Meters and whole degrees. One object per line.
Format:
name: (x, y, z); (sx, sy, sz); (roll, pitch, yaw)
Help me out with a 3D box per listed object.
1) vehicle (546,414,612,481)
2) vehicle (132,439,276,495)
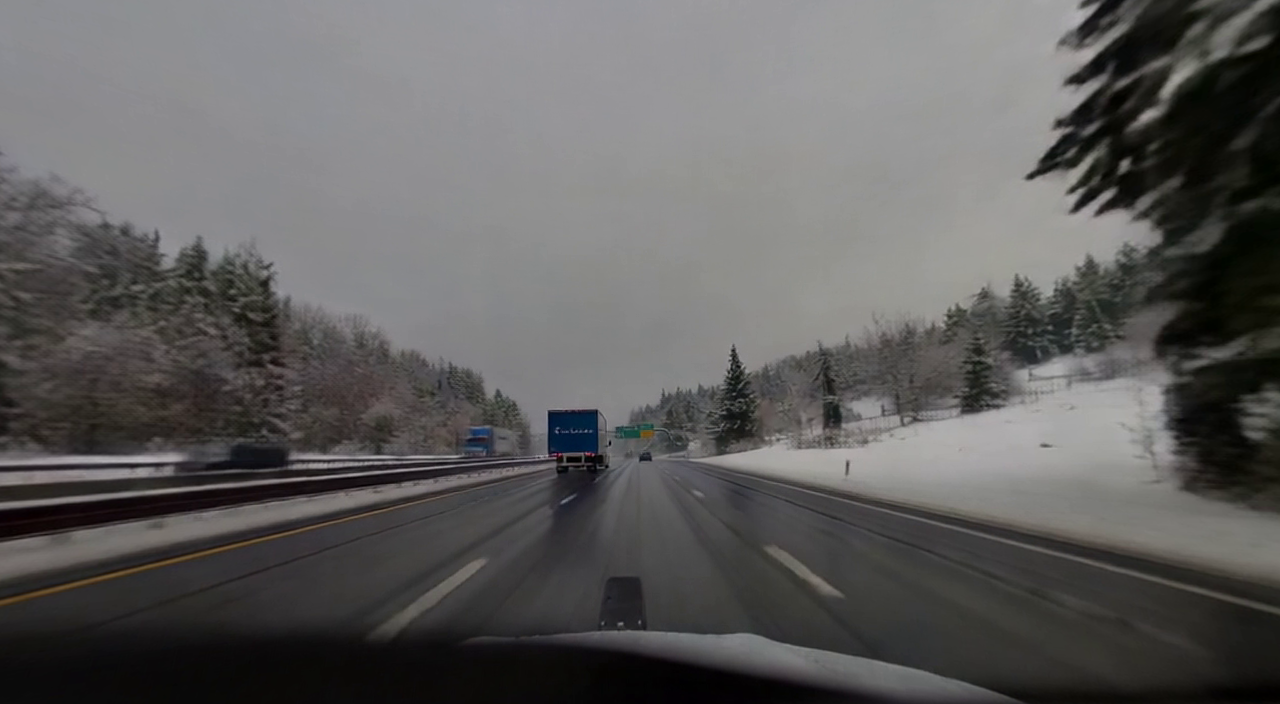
vehicle: (-3.036, 5.048, 33.286); (2.695, 3.151, 6.885); (0, -9, 0)
vehicle: (-16.917, 4.449, 24.839); (2.052, 1.943, 4.963); (0, -9, 1)
